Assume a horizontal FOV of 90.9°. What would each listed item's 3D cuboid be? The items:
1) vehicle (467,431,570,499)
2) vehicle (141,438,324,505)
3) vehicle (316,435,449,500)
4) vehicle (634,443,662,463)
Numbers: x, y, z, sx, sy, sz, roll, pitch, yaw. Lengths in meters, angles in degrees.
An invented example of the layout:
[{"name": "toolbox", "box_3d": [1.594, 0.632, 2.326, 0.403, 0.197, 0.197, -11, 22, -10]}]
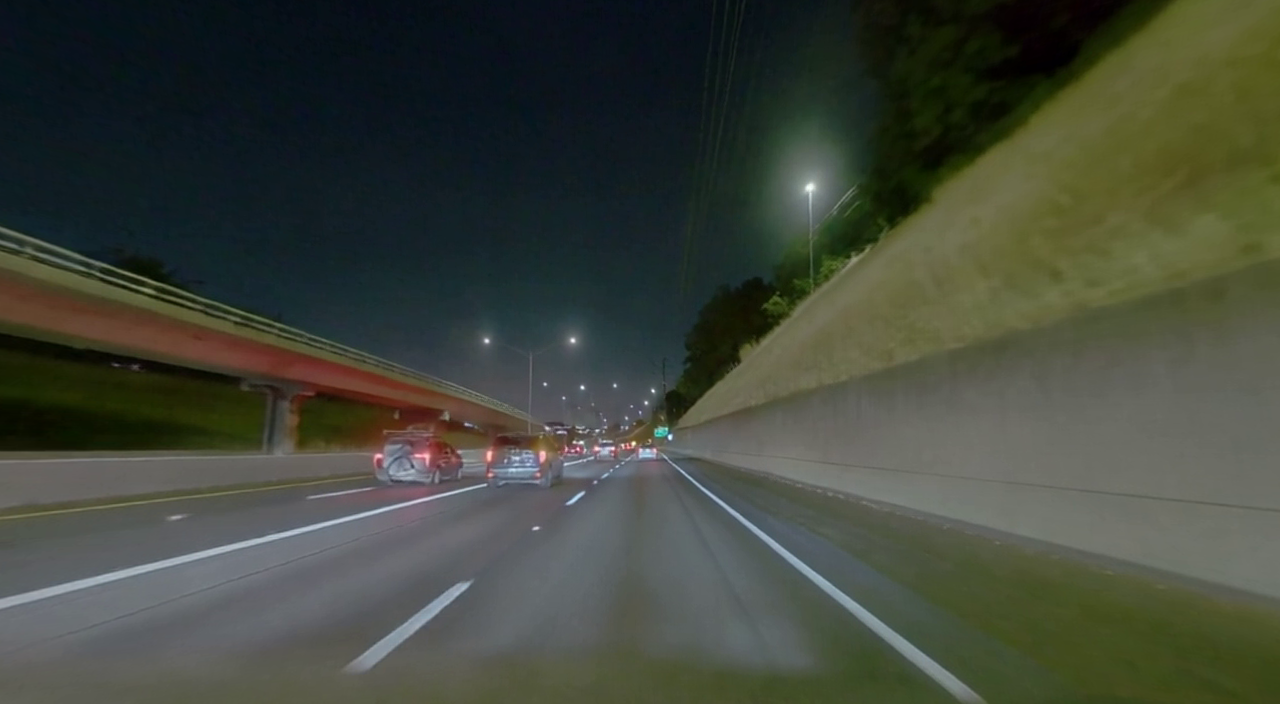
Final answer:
[{"name": "vehicle", "box_3d": [-3.421, 3.268, 18.673, 2.052, 1.731, 4.372, 0, -8, 2]}, {"name": "vehicle", "box_3d": [-11.097, 3.255, 17.709, 1.951, 1.628, 4.617, 0, -8, 1]}, {"name": "vehicle", "box_3d": [-7.227, 3.255, 18.222, 1.959, 1.652, 4.170, 0, -8, 2]}, {"name": "vehicle", "box_3d": [0.550, 7.678, 48.256, 2.074, 1.465, 3.977, 0, -8, -1]}]
